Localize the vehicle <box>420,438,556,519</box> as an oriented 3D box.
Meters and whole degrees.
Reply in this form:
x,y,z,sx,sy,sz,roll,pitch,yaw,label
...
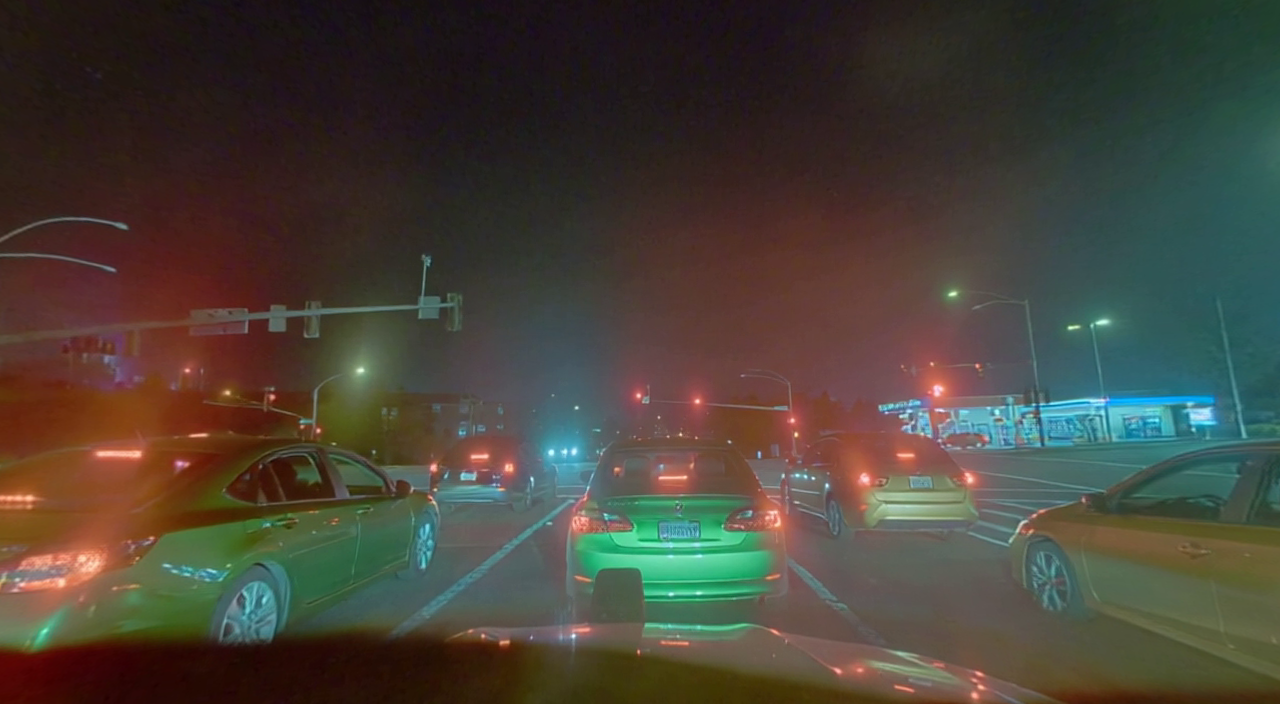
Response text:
x,y,z,sx,sy,sz,roll,pitch,yaw,label
-3.078,2.644,13.701,1.867,1.474,4.237,0,-9,0,vehicle

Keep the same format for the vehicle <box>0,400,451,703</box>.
x,y,z,sx,sy,sz,roll,pitch,yaw,label
-3.011,1.260,4.616,1.887,1.493,4.255,0,-9,1,vehicle

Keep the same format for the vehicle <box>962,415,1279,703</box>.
x,y,z,sx,sy,sz,roll,pitch,yaw,label
4.171,1.142,3.637,1.950,1.497,4.686,0,-9,-3,vehicle

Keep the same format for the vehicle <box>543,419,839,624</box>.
x,y,z,sx,sy,sz,roll,pitch,yaw,label
0.324,1.592,6.948,2.220,1.507,4.317,0,-9,-2,vehicle

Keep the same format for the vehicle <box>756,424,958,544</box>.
x,y,z,sx,sy,sz,roll,pitch,yaw,label
3.368,2.128,10.771,1.947,1.630,4.127,0,-9,0,vehicle
